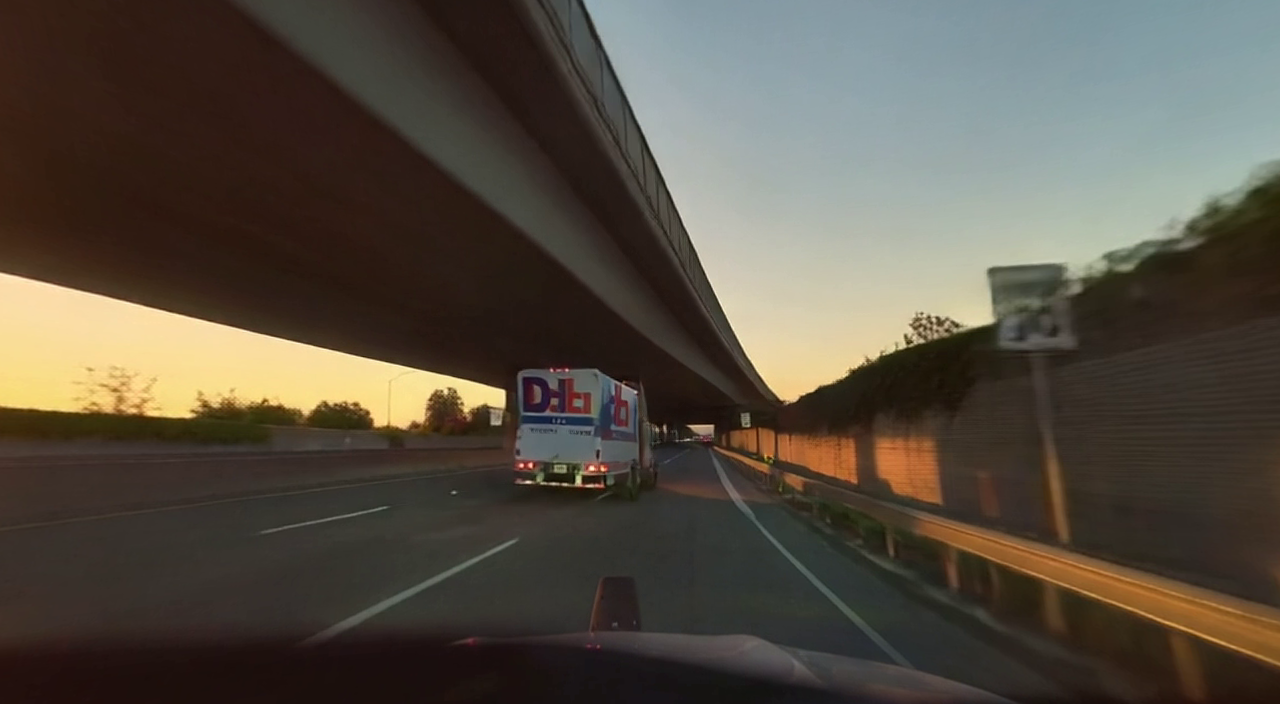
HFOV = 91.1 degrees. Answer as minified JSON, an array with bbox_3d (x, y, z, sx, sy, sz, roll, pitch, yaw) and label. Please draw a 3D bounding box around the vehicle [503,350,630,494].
[{"bbox_3d":[-2.222,2.577,22.772,2.796,4.184,8.554,0,-8,5],"label":"vehicle"}]
